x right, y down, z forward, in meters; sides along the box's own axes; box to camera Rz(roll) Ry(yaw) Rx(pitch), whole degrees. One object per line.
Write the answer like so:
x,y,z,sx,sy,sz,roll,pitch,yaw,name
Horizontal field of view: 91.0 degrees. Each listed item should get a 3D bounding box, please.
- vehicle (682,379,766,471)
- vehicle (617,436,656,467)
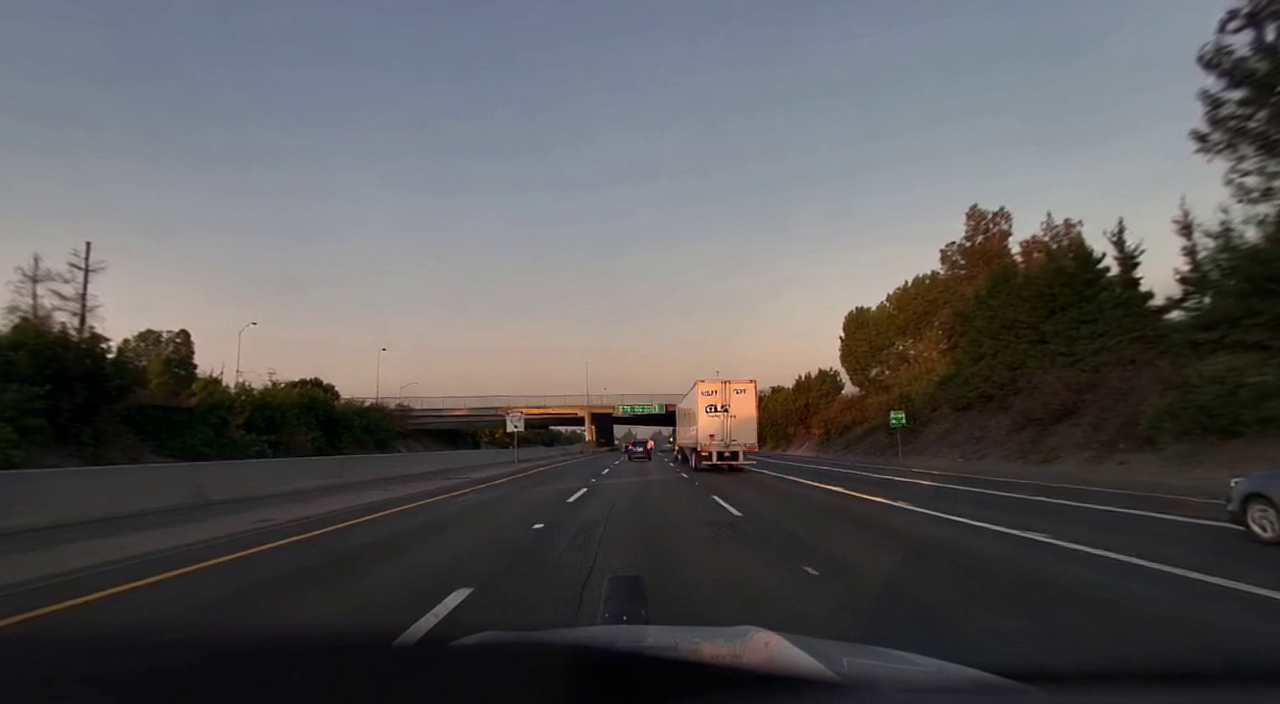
4.084,3.990,33.170,3.014,4.068,10.359,0,-8,0,vehicle
-0.180,5.603,35.595,2.050,1.654,4.192,0,-8,0,vehicle
